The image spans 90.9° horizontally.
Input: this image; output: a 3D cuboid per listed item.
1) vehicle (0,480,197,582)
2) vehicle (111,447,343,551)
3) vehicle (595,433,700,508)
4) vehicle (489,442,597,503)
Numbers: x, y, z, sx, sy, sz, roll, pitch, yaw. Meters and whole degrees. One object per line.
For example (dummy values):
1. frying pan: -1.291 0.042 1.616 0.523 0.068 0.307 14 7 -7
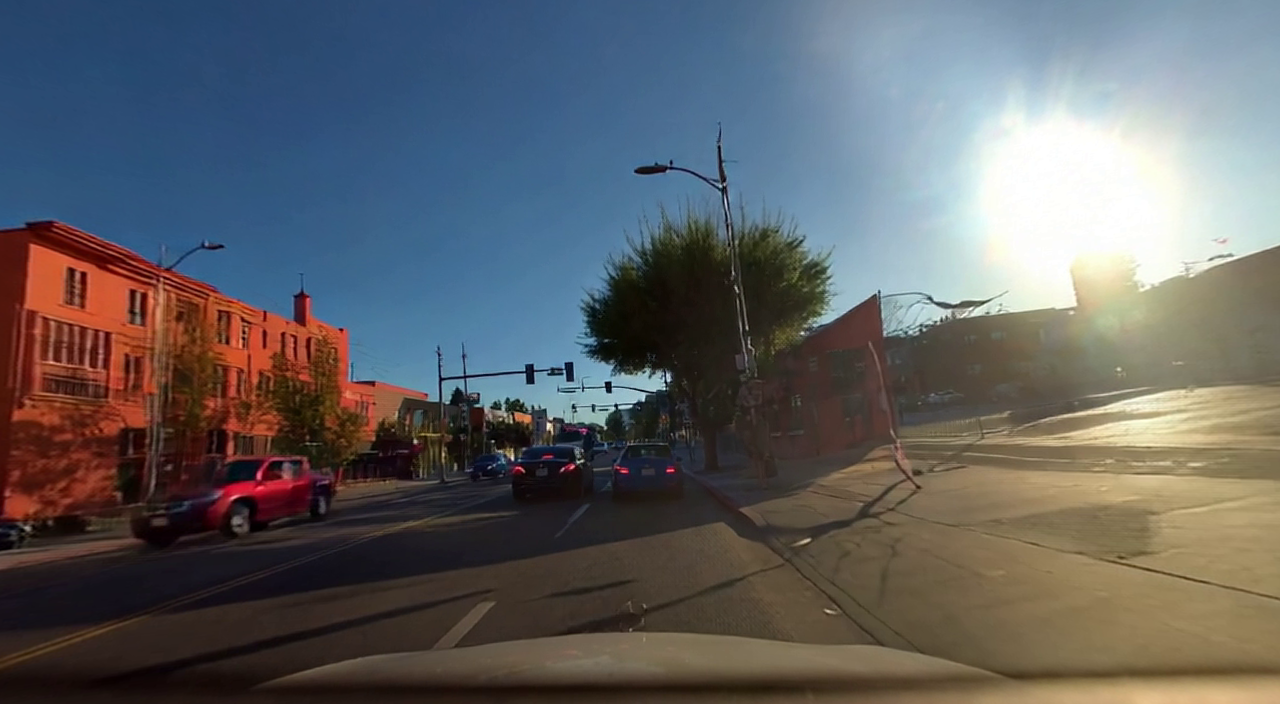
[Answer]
1. vehicle: -11.748 3.532 13.064 1.861 1.476 4.479 0 -9 0
2. vehicle: -8.438 2.969 13.525 1.931 1.803 4.420 0 -8 1
3. vehicle: 0.163 2.649 14.546 2.094 1.478 3.922 0 -8 0
4. vehicle: -2.467 3.210 17.366 2.099 1.424 4.843 0 -8 1
